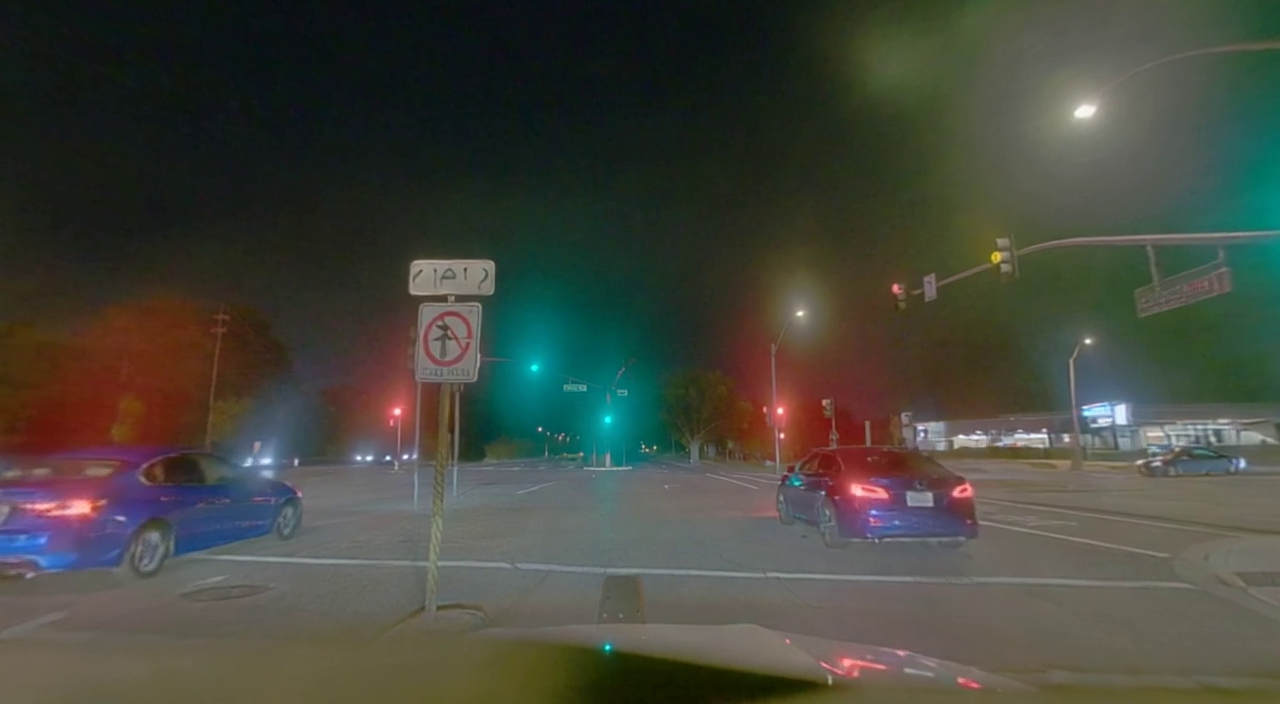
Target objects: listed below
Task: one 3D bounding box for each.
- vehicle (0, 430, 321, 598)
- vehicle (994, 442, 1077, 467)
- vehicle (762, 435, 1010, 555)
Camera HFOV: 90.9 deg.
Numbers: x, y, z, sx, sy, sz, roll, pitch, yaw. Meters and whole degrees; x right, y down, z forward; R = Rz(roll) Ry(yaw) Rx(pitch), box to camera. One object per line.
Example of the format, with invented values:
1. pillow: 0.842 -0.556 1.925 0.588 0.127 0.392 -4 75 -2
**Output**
1. vehicle: -6.143 1.785 7.922 1.995 1.470 4.556 0 -9 -2
2. vehicle: 28.438 7.372 45.533 2.026 1.657 5.260 1 -9 -9
3. vehicle: 3.597 2.160 10.360 1.940 1.487 4.562 0 -9 -4
